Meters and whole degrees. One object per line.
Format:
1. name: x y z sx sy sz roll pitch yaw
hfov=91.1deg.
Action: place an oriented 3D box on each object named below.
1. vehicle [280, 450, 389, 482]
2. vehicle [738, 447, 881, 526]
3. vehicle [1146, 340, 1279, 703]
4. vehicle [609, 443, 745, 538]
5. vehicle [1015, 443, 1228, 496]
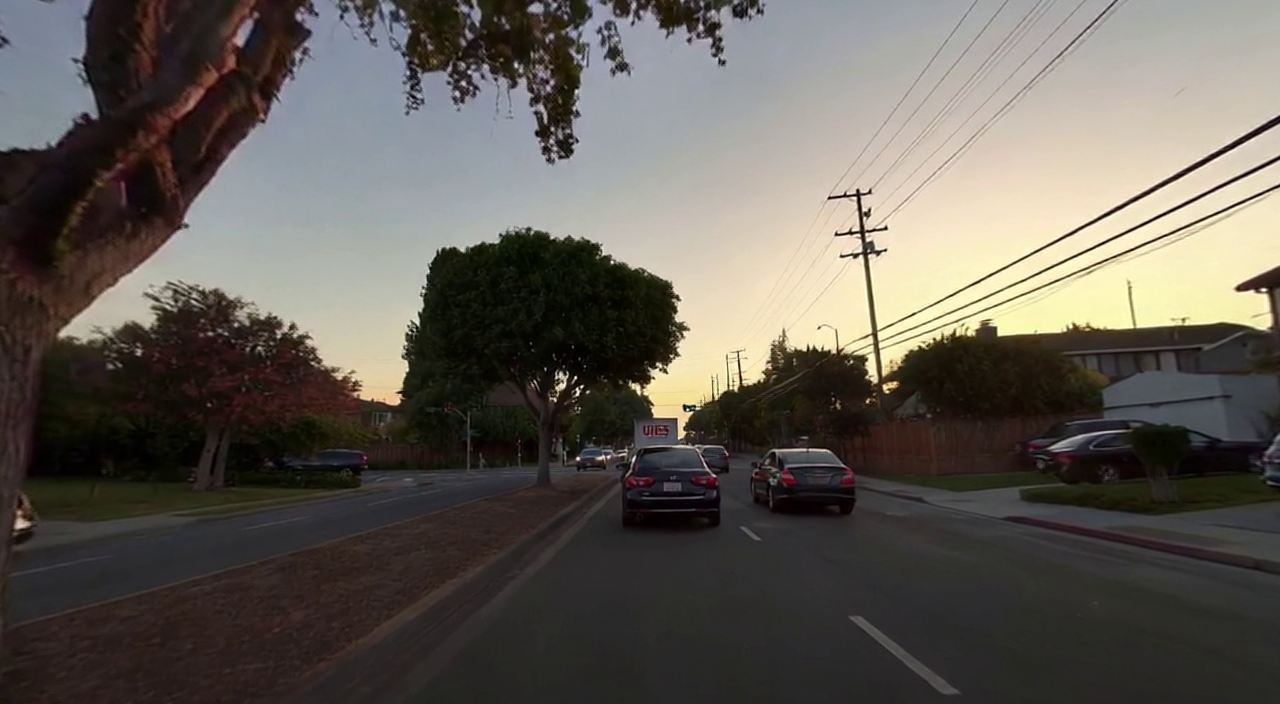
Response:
1. vehicle: -17.570 6.557 36.302 5.274 1.793 1.921 0 -9 2
2. vehicle: 3.596 2.903 14.266 1.993 1.479 4.487 0 -8 0
3. vehicle: 3.321 0.537 0.359 2.069 1.722 4.888 0 -9 2
4. vehicle: 0.583 2.537 12.248 2.158 1.499 4.377 0 -8 0
5. vehicle: 14.296 3.493 18.871 4.738 1.498 1.875 0 -8 2
